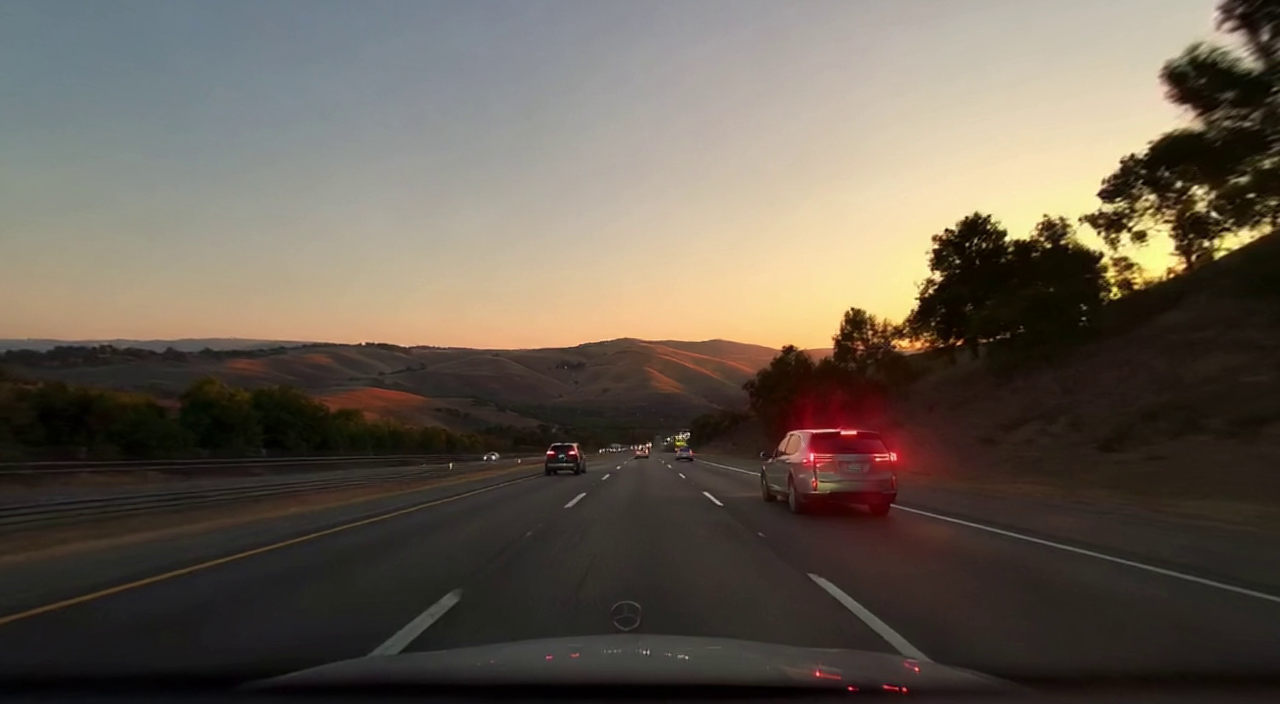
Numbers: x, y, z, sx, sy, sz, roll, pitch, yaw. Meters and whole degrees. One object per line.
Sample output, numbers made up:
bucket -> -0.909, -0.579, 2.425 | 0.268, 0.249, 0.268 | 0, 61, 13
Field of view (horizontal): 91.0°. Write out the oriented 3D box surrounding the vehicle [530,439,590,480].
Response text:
vehicle -> -3.583, 4.924, 29.035 | 2.070, 1.707, 4.309 | 0, -9, 2
